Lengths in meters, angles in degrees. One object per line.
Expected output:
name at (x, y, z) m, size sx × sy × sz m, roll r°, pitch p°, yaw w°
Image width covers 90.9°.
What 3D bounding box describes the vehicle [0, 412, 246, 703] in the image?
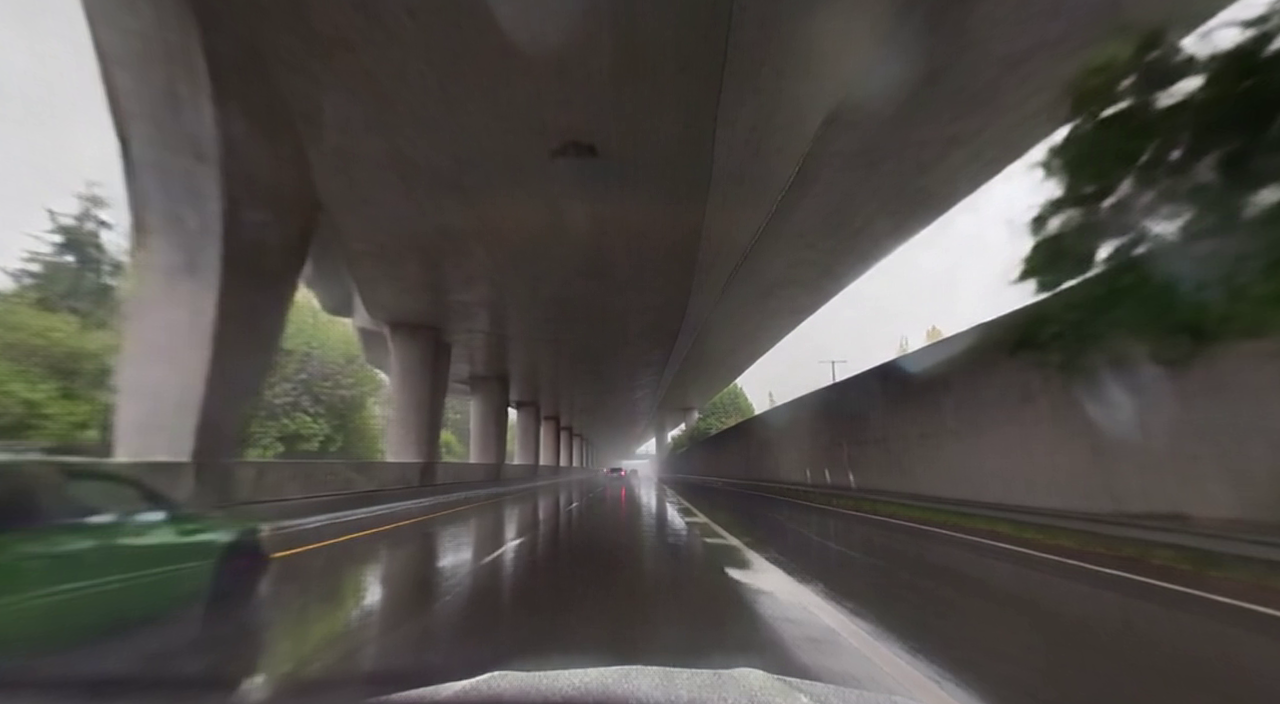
vehicle at (-3.924, 0.950, 2.546) m, size 2.006 × 1.469 × 4.050 m, roll 1°, pitch -10°, yaw 0°
